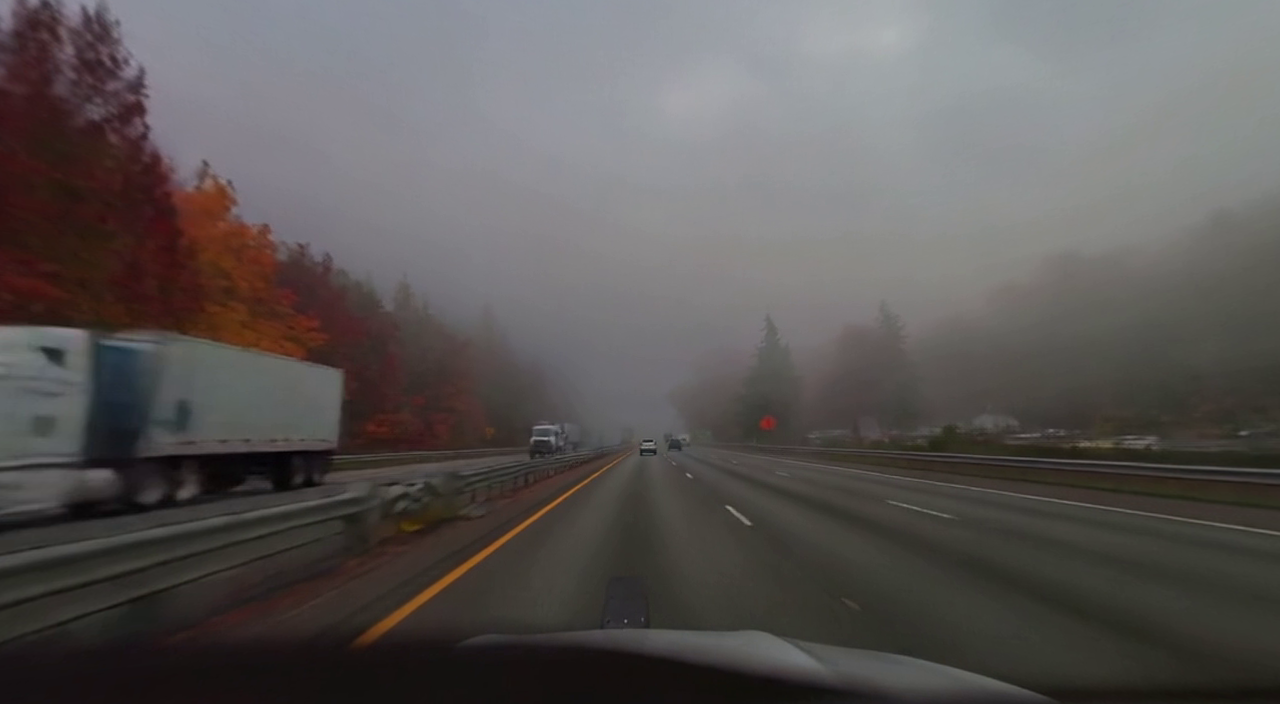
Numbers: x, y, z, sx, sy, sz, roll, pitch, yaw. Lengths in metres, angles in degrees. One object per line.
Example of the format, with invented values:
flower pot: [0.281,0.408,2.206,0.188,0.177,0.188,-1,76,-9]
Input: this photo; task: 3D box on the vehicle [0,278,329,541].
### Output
vehicle: [-11.668,1.502,14.034,2.982,4.126,12.745,0,-8,0]

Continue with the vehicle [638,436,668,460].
vehicle: [0.845,6.407,42.111,1.924,1.498,3.817,0,-8,1]
